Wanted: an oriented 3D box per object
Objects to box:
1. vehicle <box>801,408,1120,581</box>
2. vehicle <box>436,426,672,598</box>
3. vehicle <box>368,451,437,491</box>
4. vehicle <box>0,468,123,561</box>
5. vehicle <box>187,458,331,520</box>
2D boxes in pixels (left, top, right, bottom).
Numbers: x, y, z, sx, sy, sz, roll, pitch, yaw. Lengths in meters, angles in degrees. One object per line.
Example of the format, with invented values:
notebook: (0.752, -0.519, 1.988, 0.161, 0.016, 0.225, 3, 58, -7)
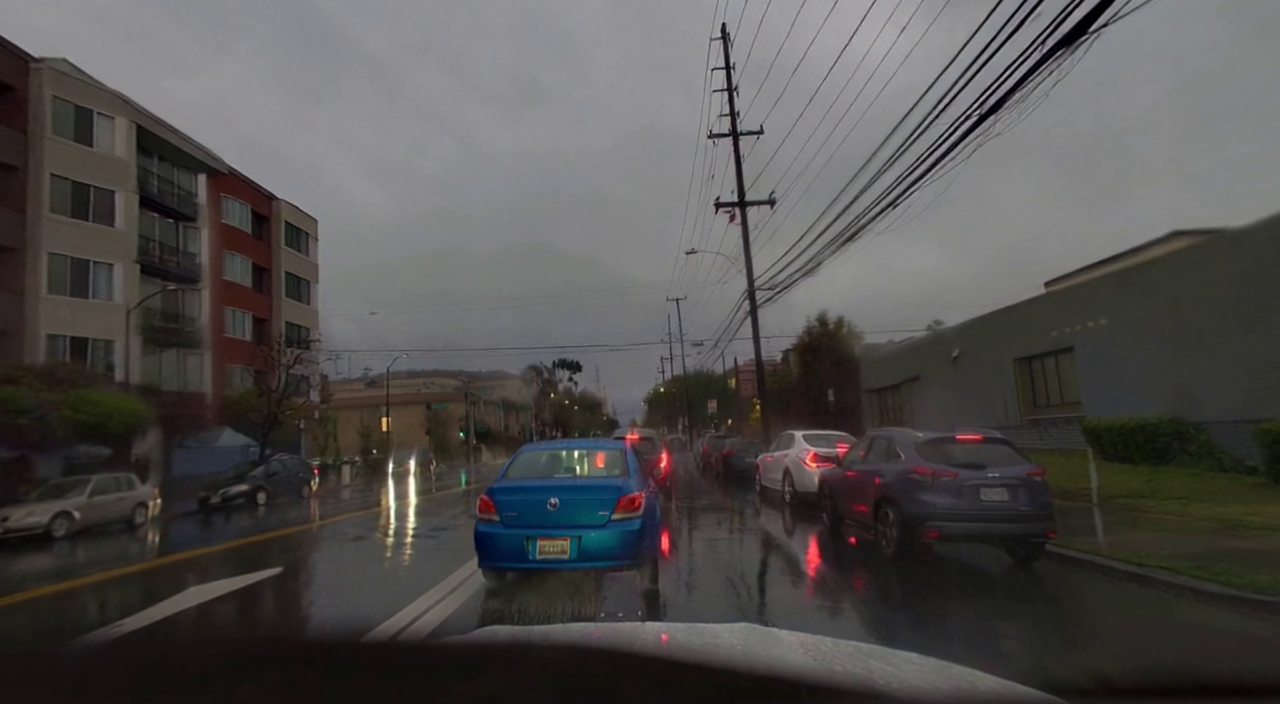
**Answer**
vehicle: (3.793, 1.761, 8.614, 1.967, 1.721, 4.410, 0, -8, -1)
vehicle: (-0.711, 1.714, 7.772, 2.019, 1.453, 4.603, 0, -8, 1)
vehicle: (-11.921, 5.944, 31.942, 2.011, 1.687, 4.079, -4, -8, -2)
vehicle: (-11.911, 2.903, 11.021, 1.850, 1.487, 4.711, -3, -8, -1)
vehicle: (-11.856, 4.233, 20.044, 1.868, 1.491, 4.367, -5, -8, 0)
